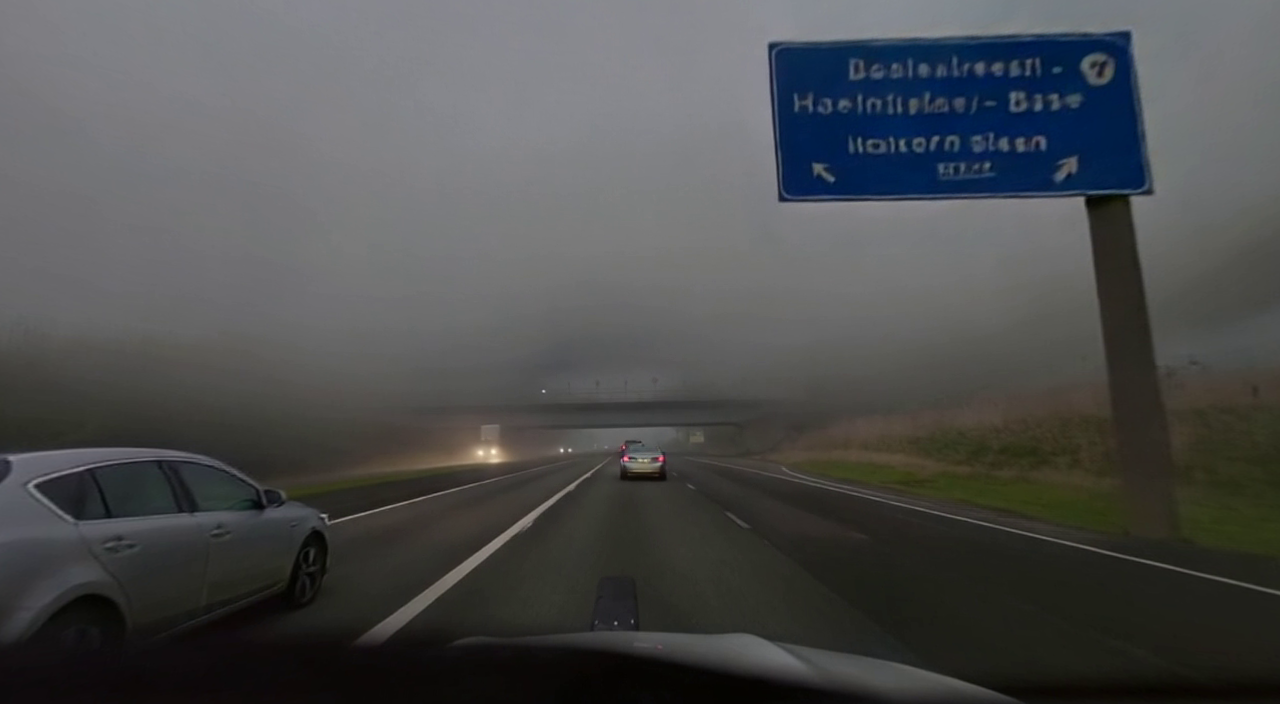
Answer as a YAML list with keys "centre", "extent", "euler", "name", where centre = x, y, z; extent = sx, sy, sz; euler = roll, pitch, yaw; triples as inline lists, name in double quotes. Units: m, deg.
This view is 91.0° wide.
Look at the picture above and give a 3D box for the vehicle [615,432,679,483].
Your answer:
- centre: [0.162, 3.763, 22.687]
  extent: [2.092, 1.636, 4.024]
  euler: [0, -8, -2]
  name: "vehicle"
